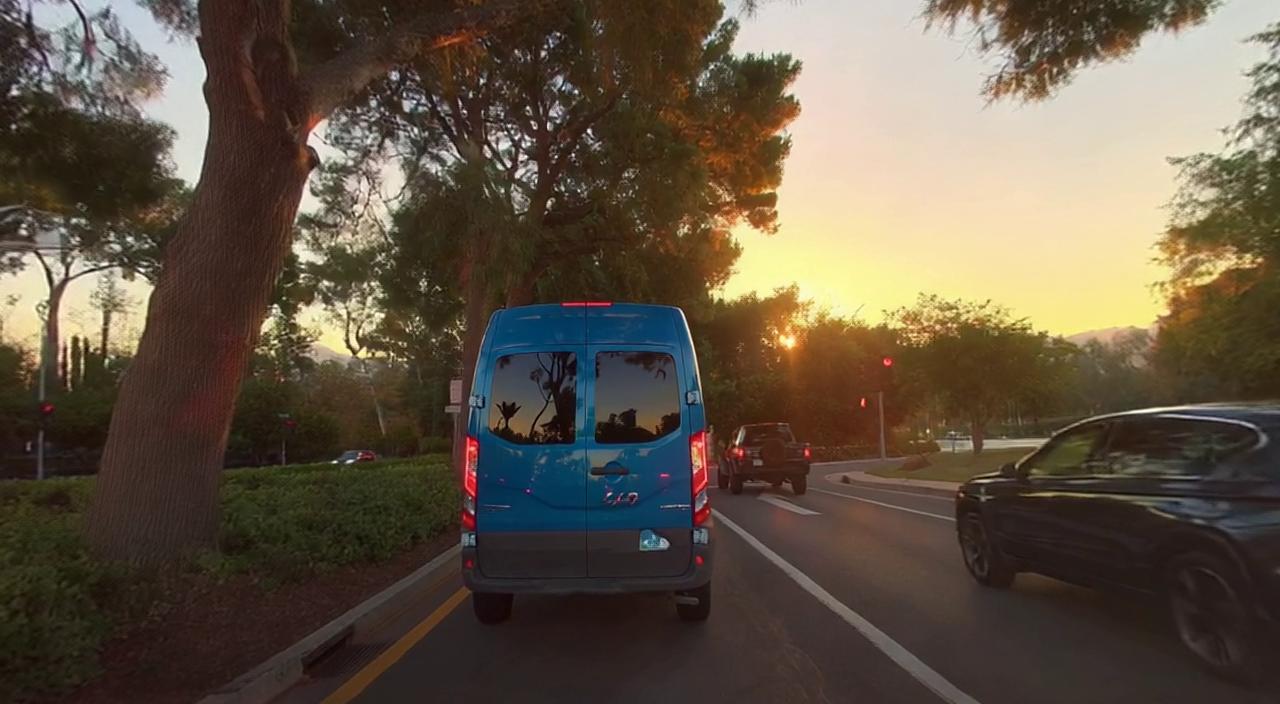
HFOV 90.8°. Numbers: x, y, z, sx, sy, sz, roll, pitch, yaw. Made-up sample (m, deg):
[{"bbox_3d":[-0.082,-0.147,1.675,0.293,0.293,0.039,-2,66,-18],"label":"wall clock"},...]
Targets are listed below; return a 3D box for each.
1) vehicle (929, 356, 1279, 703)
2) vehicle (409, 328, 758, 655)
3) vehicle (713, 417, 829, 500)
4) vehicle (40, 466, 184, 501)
[{"bbox_3d":[4.101,1.041,4.198,2.024,1.692,4.696,0,-8,-2],"label":"vehicle"},{"bbox_3d":[-0.348,1.174,6.170,2.145,2.046,4.309,0,-9,0],"label":"vehicle"},{"bbox_3d":[3.249,2.741,16.546,1.988,1.873,3.968,0,-9,-3],"label":"vehicle"},{"bbox_3d":[-24.371,6.067,29.306,4.726,1.456,1.873,1,-9,-8],"label":"vehicle"}]
